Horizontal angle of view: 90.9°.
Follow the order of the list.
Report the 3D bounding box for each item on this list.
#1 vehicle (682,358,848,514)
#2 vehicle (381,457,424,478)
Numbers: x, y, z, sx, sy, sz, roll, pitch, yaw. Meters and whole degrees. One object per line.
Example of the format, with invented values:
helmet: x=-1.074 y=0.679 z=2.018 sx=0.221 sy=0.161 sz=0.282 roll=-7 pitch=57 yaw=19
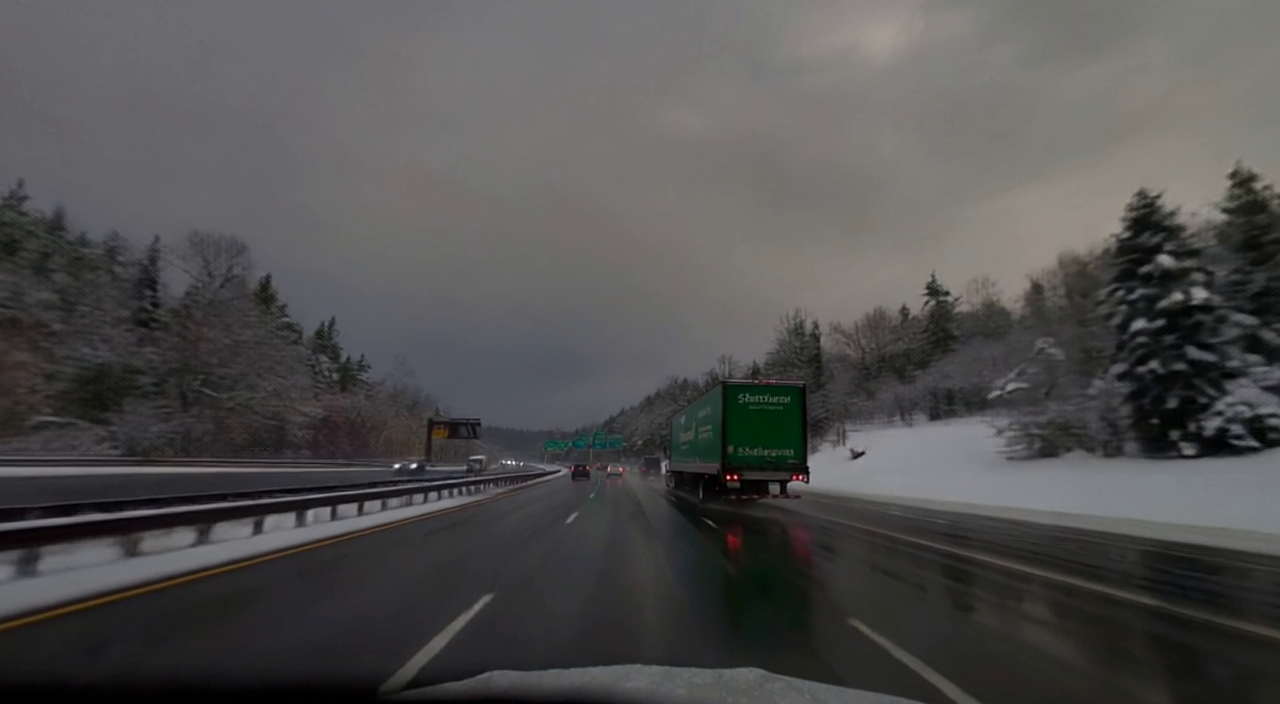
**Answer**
vehicle: x=3.925 y=3.560 z=24.518 sx=2.992 sy=4.300 sz=13.967 roll=1 pitch=-10 yaw=-3
vehicle: x=-18.101 y=8.854 z=48.231 sx=1.882 sy=1.505 sz=3.868 roll=1 pitch=-10 yaw=-2
